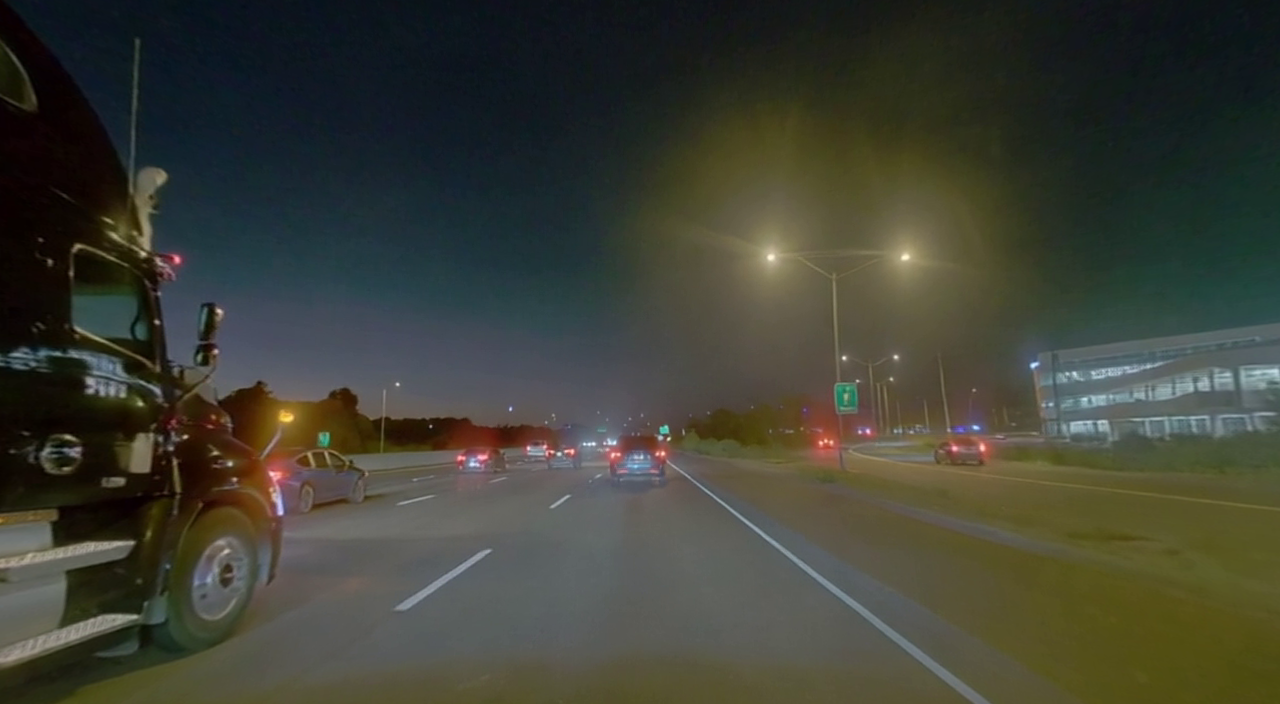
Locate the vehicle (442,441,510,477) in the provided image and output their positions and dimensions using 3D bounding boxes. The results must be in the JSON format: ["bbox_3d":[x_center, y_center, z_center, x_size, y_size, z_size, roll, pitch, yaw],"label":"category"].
[{"bbox_3d":[-7.268,4.777,28.410,1.869,1.466,4.217,0,-9,1],"label":"vehicle"}]

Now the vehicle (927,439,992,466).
[{"bbox_3d":[18.913,5.953,37.523,1.918,1.472,4.782,-1,-9,8],"label":"vehicle"}]

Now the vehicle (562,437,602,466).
[{"bbox_3d":[-3.447,6.008,38.050,1.952,1.649,4.131,0,-9,1],"label":"vehicle"}]

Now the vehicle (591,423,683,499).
[{"bbox_3d":[-0.068,2.870,16.922,2.152,1.779,3.924,0,-9,0],"label":"vehicle"}]

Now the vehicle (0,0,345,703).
[{"bbox_3d":[-3.936,-0.556,0.378,2.990,3.885,8.540,0,-9,2],"label":"vehicle"}]
